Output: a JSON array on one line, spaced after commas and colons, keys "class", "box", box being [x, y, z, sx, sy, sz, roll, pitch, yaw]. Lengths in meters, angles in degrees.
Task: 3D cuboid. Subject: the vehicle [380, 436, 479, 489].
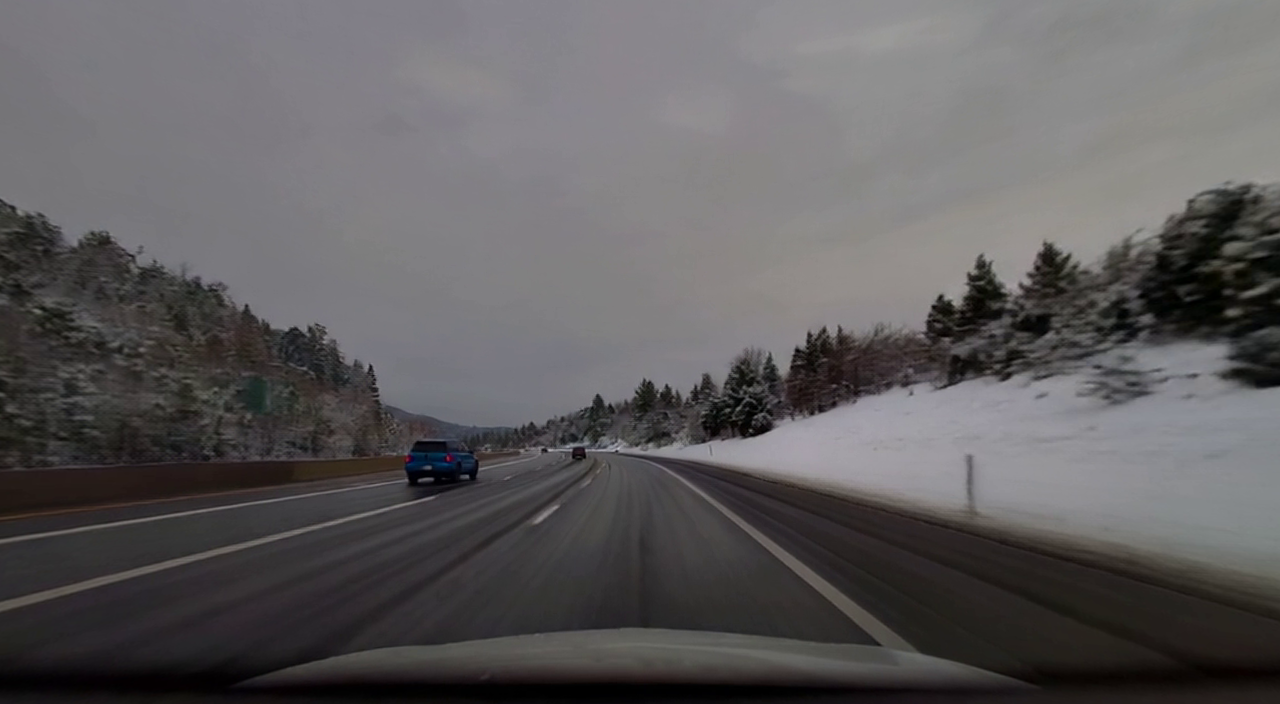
[{"class": "vehicle", "box": [-7.546, 4.002, 23.150, 2.046, 1.712, 4.533, 0, -8, 0]}]
